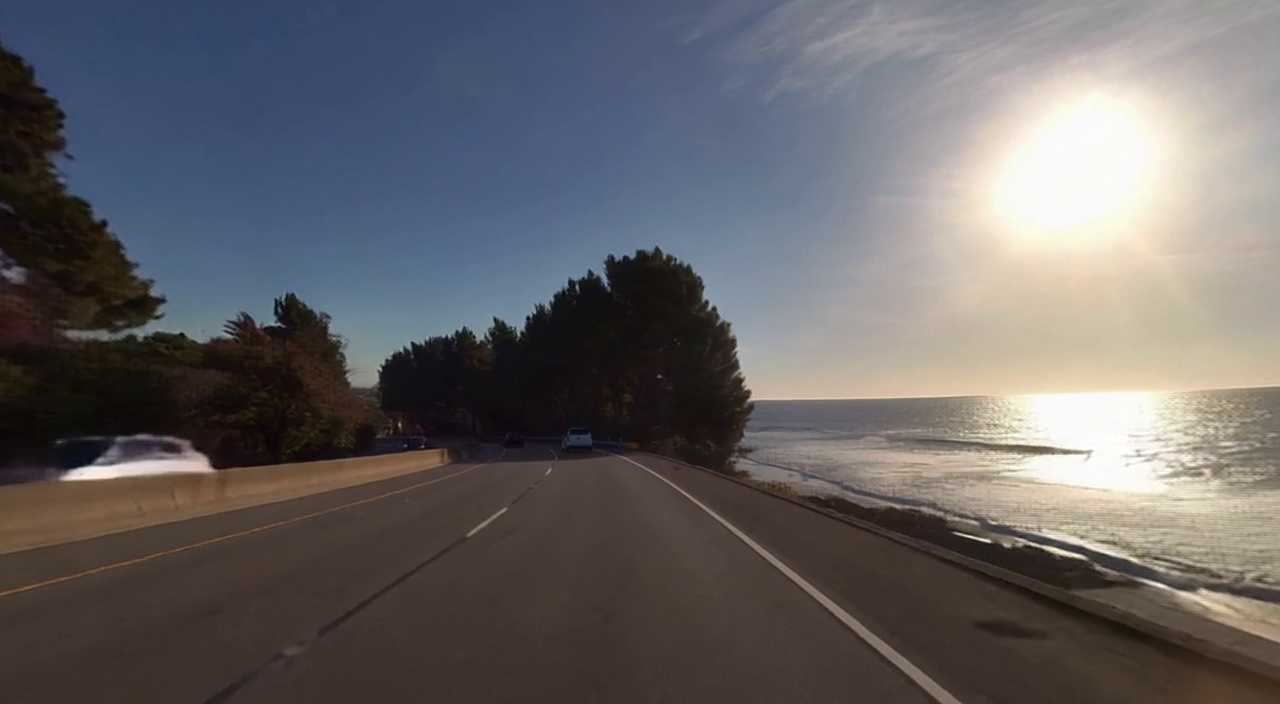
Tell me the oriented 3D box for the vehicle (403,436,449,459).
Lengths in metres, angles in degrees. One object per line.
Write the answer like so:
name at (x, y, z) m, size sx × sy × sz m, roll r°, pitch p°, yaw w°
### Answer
vehicle at (-14.603, 6.547, 43.271) m, size 2.287 × 1.438 × 4.244 m, roll 1°, pitch -9°, yaw -9°

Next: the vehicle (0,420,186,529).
vehicle at (-10.757, 2.126, 11.359) m, size 2.192 × 1.617 × 4.082 m, roll 0°, pitch -9°, yaw -3°

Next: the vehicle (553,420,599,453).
vehicle at (-4.542, 5.920, 43.853) m, size 2.632 × 2.162 × 5.529 m, roll 1°, pitch -9°, yaw -11°
